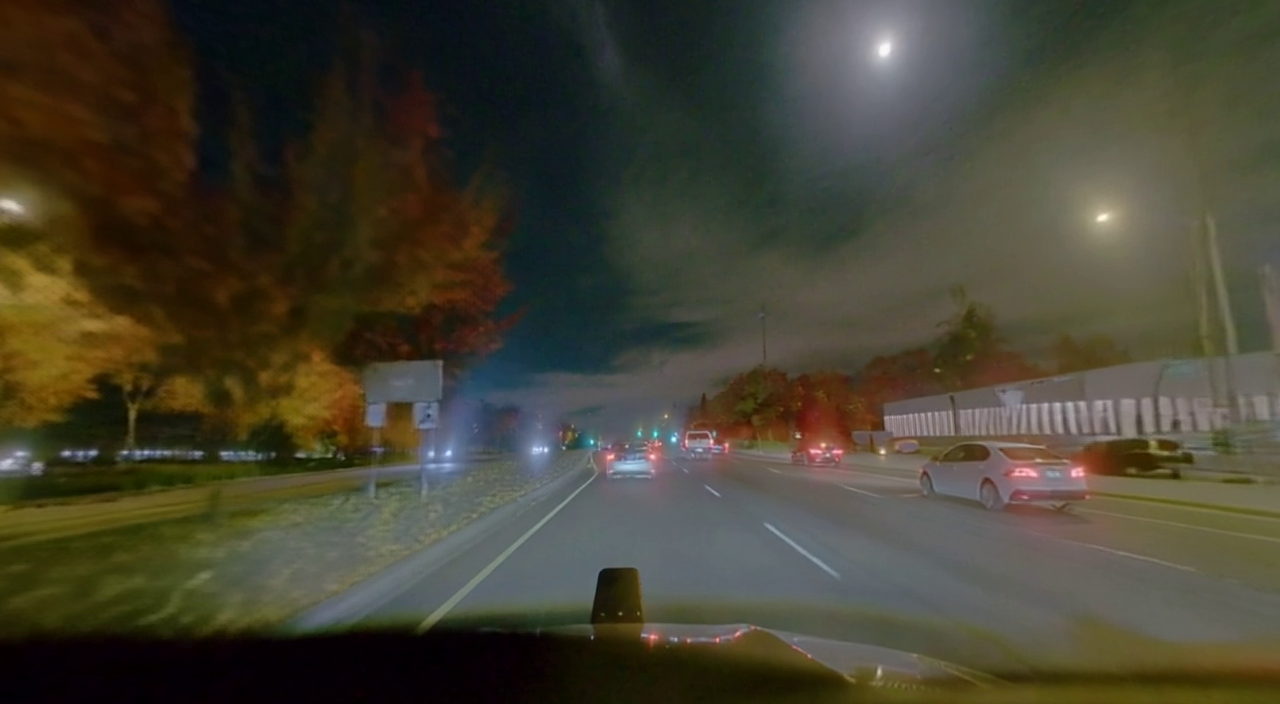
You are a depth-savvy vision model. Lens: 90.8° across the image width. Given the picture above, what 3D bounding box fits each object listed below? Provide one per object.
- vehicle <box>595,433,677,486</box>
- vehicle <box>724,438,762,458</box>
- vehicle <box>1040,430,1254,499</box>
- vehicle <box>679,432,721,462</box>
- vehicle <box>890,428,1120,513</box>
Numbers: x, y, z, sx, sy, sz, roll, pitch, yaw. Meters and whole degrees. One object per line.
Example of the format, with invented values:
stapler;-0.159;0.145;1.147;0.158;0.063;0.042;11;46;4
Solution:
vehicle;-0.152;3.341;19.897;2.289;1.471;4.477;0;-8;-1
vehicle;7.639;7.174;47.167;2.061;1.460;3.948;0;-8;-1
vehicle;14.683;3.275;18.815;2.205;1.754;4.925;0;-8;-1
vehicle;3.735;6.051;40.236;2.188;1.760;4.297;0;-8;-1
vehicle;7.455;2.468;13.640;2.111;1.493;4.639;0;-8;-1
